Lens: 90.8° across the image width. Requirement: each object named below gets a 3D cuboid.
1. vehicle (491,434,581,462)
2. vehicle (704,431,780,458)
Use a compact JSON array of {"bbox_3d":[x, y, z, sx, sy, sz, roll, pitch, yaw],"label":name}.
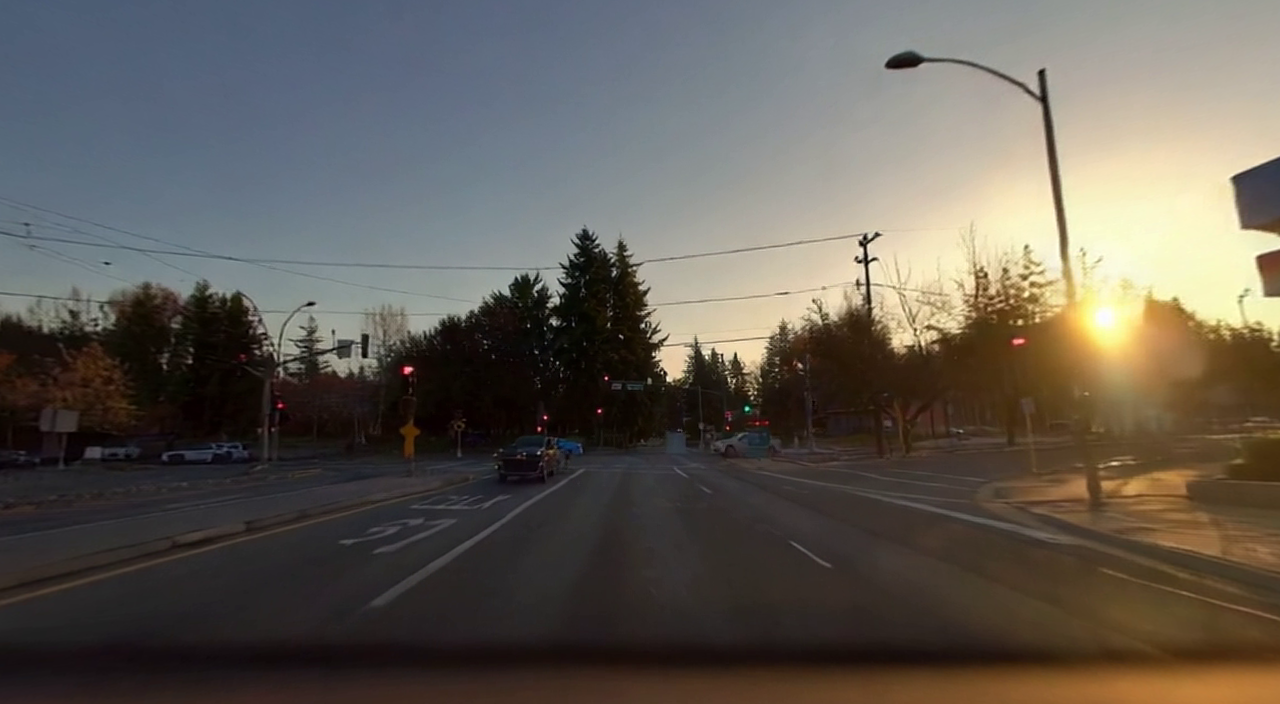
[{"bbox_3d":[-5.904,5.453,36.123,4.709,1.501,1.895,5,-10,-32],"label":"vehicle"},{"bbox_3d":[6.471,5.900,40.425,4.478,1.678,1.870,0,-8,-3],"label":"vehicle"}]
